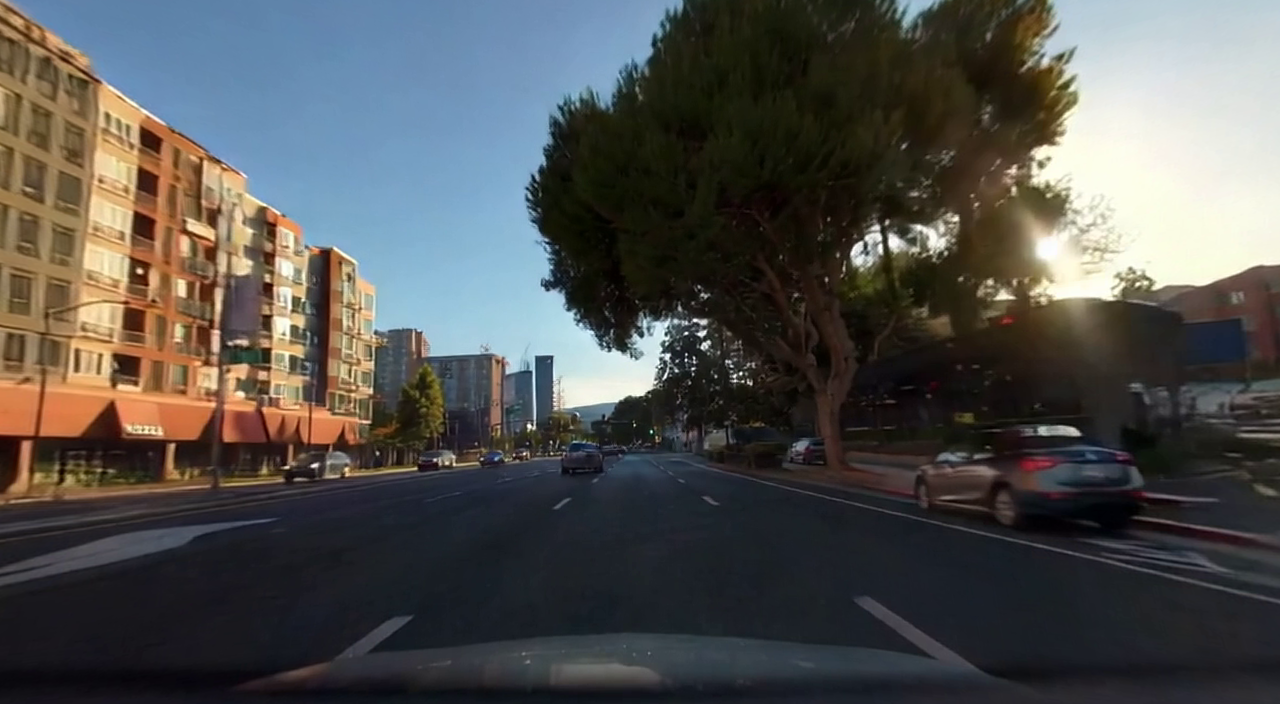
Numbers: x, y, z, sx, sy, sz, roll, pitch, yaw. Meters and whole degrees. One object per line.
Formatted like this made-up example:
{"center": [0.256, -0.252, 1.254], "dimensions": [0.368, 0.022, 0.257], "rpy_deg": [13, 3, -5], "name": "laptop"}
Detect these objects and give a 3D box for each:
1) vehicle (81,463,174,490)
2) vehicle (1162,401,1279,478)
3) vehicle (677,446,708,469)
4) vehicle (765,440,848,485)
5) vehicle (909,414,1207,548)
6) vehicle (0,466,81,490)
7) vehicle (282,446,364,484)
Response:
{"center": [-33.753, 8.173, 41.652], "dimensions": [4.700, 1.643, 1.973], "rpy_deg": [-1, -9, 8], "name": "vehicle"}
{"center": [15.087, 1.957, 14.169], "dimensions": [4.830, 1.605, 1.982], "rpy_deg": [-1, -8, 4], "name": "vehicle"}
{"center": [3.737, 7.547, 45.566], "dimensions": [1.878, 1.534, 4.120], "rpy_deg": [0, -8, -1], "name": "vehicle"}
{"center": [6.612, 4.438, 25.676], "dimensions": [2.063, 1.631, 4.507], "rpy_deg": [0, -8, -1], "name": "vehicle"}
{"center": [6.510, 2.045, 10.669], "dimensions": [2.175, 1.770, 4.373], "rpy_deg": [-1, -8, 3], "name": "vehicle"}
{"center": [-39.630, 8.204, 41.227], "dimensions": [4.522, 1.438, 1.863], "rpy_deg": [-1, -8, 3], "name": "vehicle"}
{"center": [-15.798, 5.595, 31.772], "dimensions": [1.888, 1.744, 4.355], "rpy_deg": [0, -8, 0], "name": "vehicle"}
